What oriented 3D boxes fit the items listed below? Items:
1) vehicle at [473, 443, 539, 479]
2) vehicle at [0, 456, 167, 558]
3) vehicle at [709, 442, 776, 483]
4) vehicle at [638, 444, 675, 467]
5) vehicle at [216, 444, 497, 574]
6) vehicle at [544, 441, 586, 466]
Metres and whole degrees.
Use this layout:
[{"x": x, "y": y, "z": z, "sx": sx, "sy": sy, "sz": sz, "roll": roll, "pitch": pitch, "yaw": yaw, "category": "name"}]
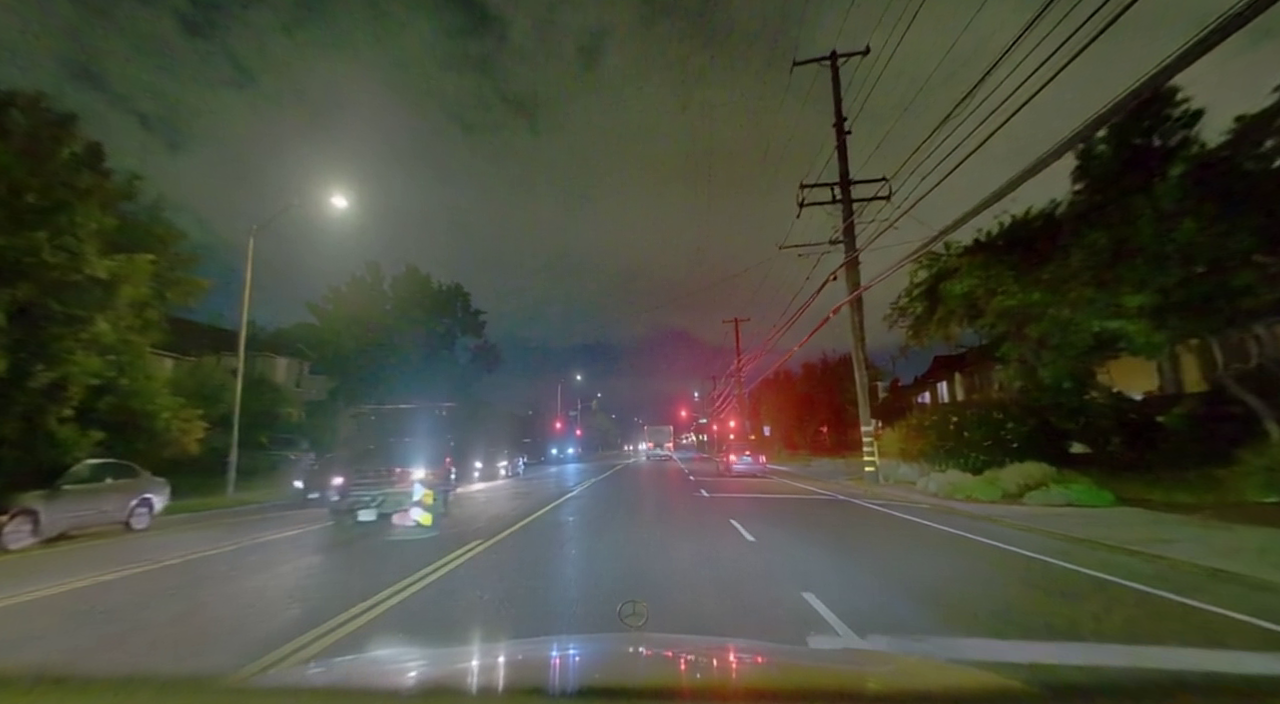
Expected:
[{"x": -6.440, "y": 5.274, "z": 30.837, "sx": 1.997, "sy": 1.566, "sz": 4.637, "roll": -1, "pitch": -8, "yaw": 3, "category": "vehicle"}, {"x": -10.526, "y": 2.529, "z": 10.523, "sx": 1.807, "sy": 1.451, "sz": 4.367, "roll": -1, "pitch": -8, "yaw": 1, "category": "vehicle"}, {"x": 4.018, "y": 4.386, "z": 25.470, "sx": 1.951, "sy": 1.479, "sz": 4.487, "roll": 0, "pitch": -8, "yaw": 0, "category": "vehicle"}, {"x": 1.115, "y": 6.742, "z": 41.293, "sx": 2.298, "sy": 1.359, "sz": 4.081, "roll": -1, "pitch": -8, "yaw": 2, "category": "vehicle"}, {"x": -3.539, "y": 2.015, "z": 9.015, "sx": 1.892, "sy": 1.354, "sz": 4.476, "roll": 0, "pitch": -8, "yaw": 1, "category": "vehicle"}, {"x": -5.667, "y": 7.737, "z": 48.161, "sx": 2.303, "sy": 1.789, "sz": 5.423, "roll": -1, "pitch": -8, "yaw": 3, "category": "vehicle"}]
